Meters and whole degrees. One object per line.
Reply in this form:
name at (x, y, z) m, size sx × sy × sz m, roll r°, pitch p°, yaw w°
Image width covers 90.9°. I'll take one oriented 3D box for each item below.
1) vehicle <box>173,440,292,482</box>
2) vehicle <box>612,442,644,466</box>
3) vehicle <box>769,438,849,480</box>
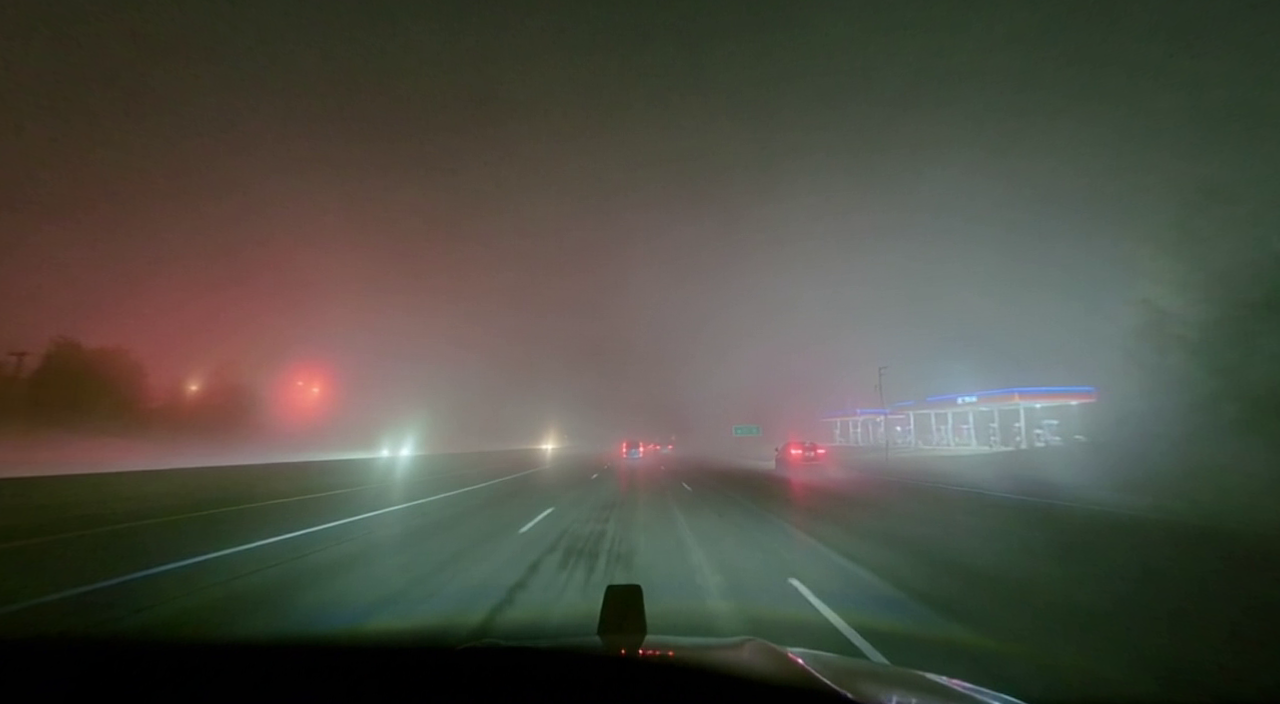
vehicle at (-15.389, 4.107, 24.115) m, size 1.848 × 1.429 × 4.039 m, roll 0°, pitch -8°, yaw 0°
vehicle at (-0.795, 6.622, 41.099) m, size 1.999 × 1.473 × 4.351 m, roll 0°, pitch -8°, yaw -2°
vehicle at (6.365, 4.073, 24.258) m, size 1.867 × 1.463 × 4.295 m, roll 0°, pitch -8°, yaw 0°
